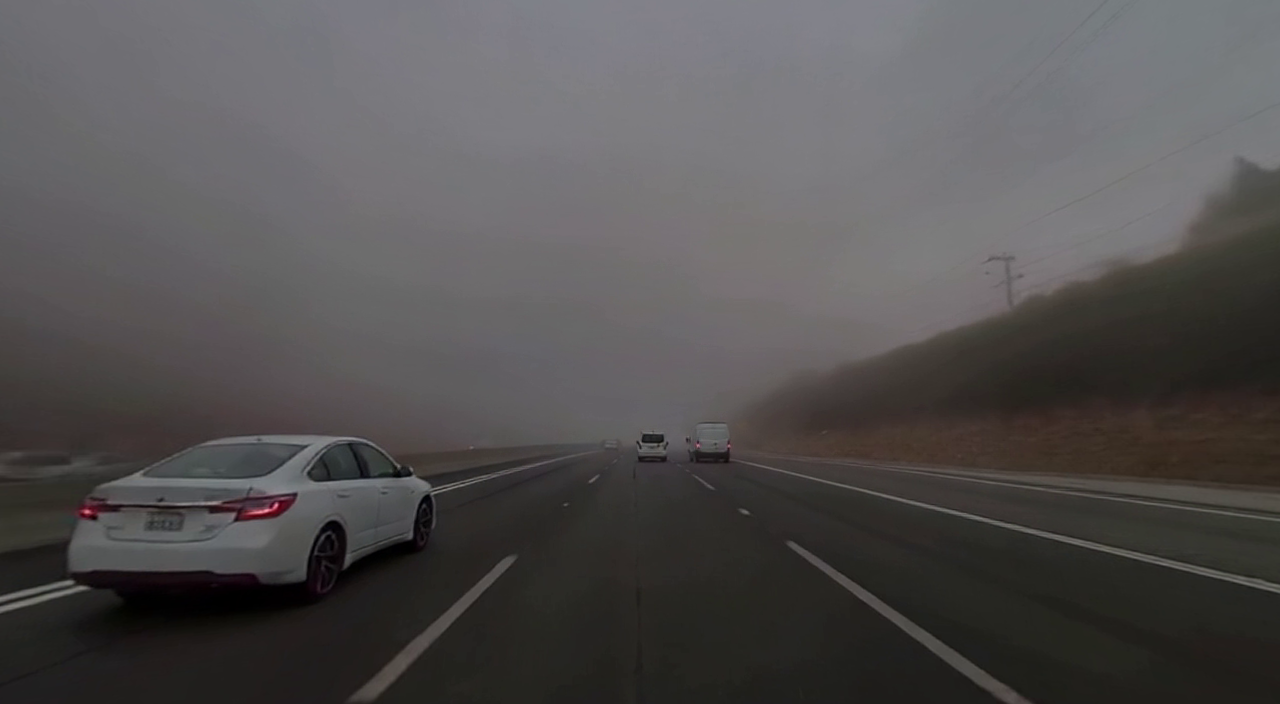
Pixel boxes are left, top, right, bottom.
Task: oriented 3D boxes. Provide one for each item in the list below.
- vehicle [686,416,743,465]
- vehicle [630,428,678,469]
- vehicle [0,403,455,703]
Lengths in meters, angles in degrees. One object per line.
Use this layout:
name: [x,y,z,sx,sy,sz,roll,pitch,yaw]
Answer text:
vehicle: [3.887,4.757,34.068,2.348,2.429,5.172,0,-8,-1]
vehicle: [0.594,4.595,30.270,2.159,1.811,4.238,0,-8,-1]
vehicle: [-3.075,1.266,5.093,1.890,1.490,4.202,0,-8,0]
